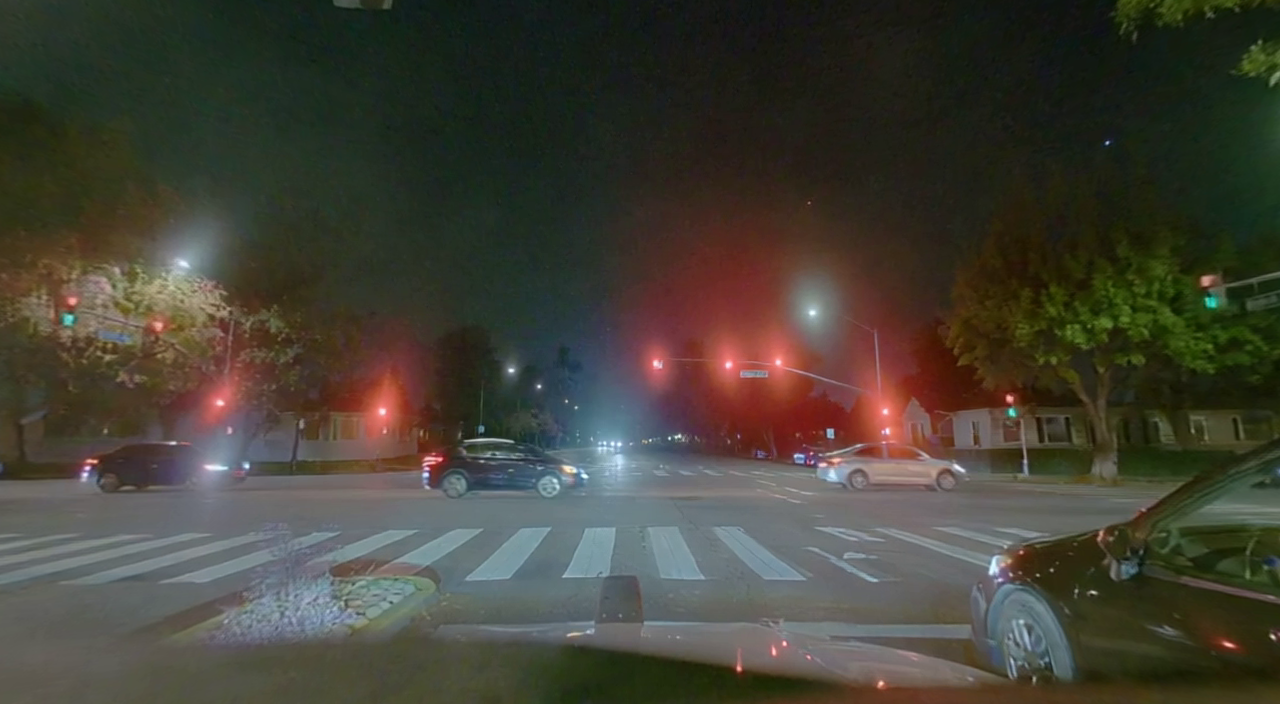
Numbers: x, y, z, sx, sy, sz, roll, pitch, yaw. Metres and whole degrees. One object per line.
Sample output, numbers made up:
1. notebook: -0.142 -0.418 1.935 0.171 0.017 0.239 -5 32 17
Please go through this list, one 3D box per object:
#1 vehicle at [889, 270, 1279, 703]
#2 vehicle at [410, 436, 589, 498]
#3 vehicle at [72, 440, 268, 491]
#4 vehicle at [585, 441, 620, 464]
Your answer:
1. vehicle: 2.706 0.711 1.727 2.085 1.800 4.908 0 -9 1
2. vehicle: -3.575 3.015 16.716 4.290 1.518 1.888 0 -8 -1
3. vehicle: -14.609 3.531 19.868 4.537 1.501 1.950 0 -9 -1
4. vehicle: -2.429 6.710 42.265 2.046 1.491 4.118 0 -9 1
